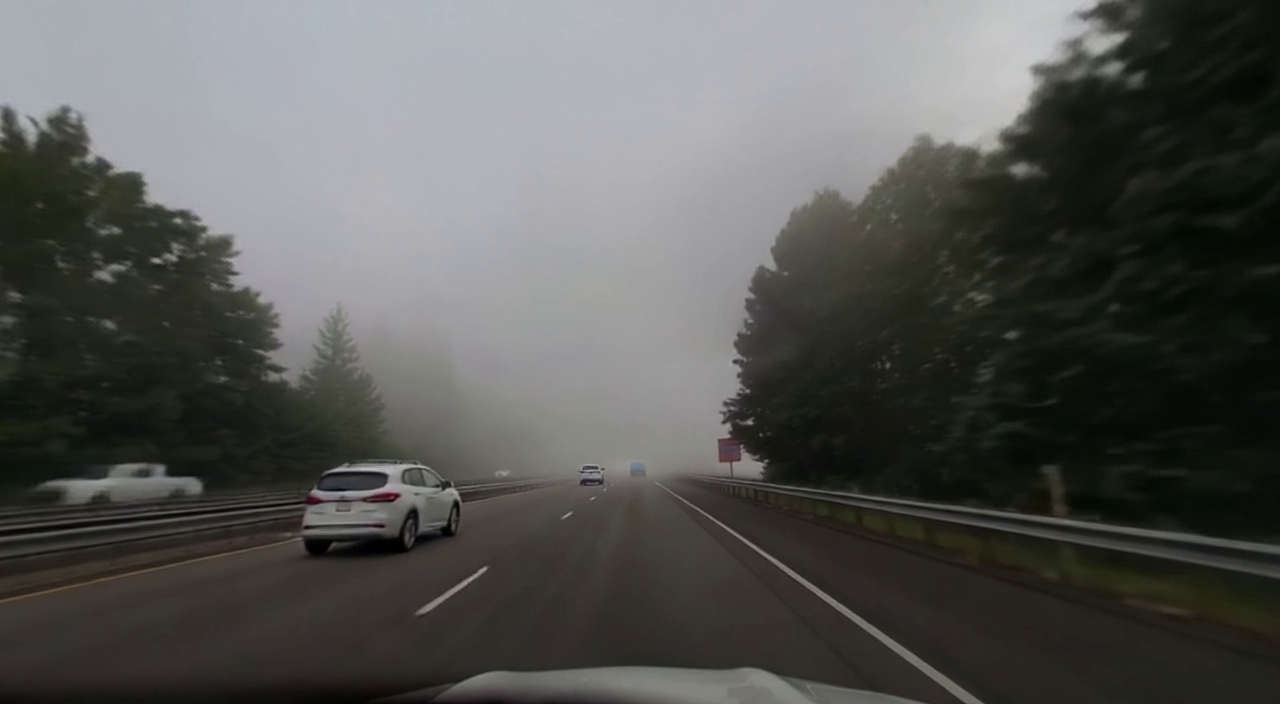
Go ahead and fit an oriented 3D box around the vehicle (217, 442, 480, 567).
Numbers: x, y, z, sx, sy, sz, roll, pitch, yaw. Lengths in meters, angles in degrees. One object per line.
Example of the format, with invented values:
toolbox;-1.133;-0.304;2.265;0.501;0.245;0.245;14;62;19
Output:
vehicle;-4.268;2.359;10.313;2.040;1.525;4.603;1;-11;1

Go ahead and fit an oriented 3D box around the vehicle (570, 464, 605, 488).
vehicle;-3.555;8.590;43.752;2.006;1.516;4.820;1;-11;0

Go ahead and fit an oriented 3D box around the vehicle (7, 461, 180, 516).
vehicle;-17.058;4.266;19.974;1.862;1.517;3.936;1;-11;0
